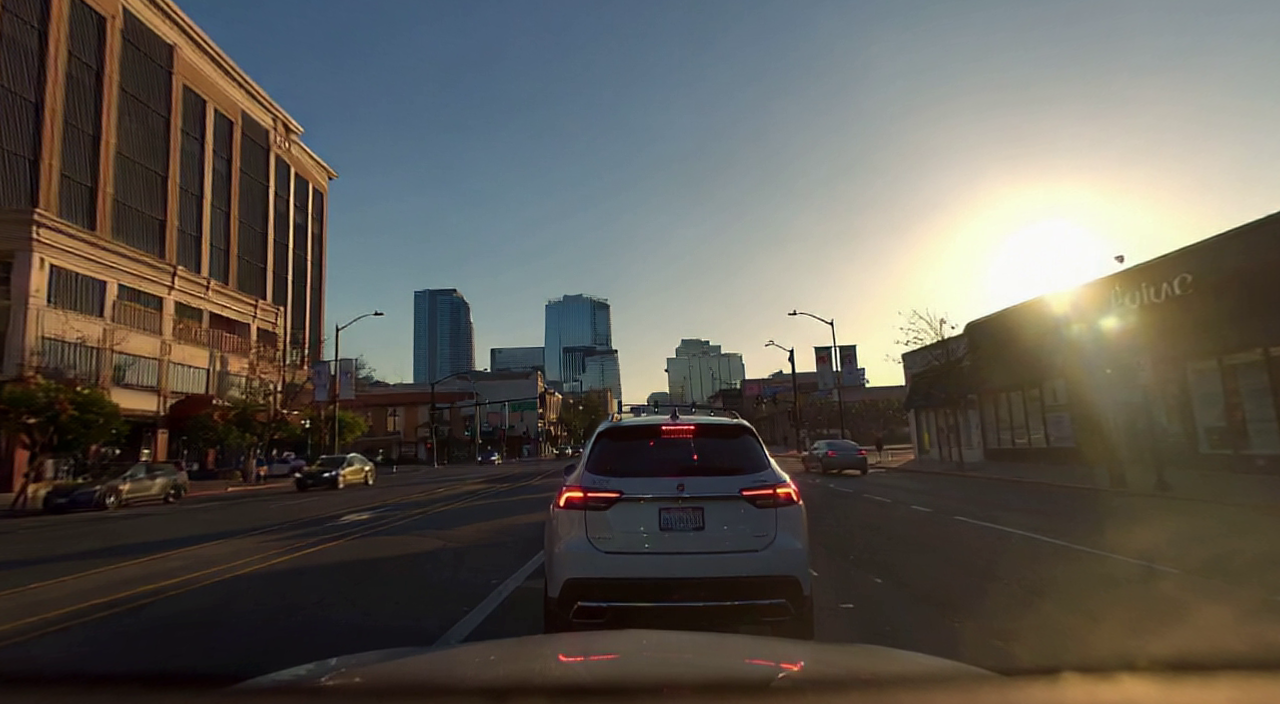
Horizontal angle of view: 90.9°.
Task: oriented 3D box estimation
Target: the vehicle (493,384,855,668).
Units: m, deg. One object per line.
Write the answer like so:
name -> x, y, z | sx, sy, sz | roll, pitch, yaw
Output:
vehicle -> 0.203, 1.310, 5.738 | 2.125, 1.669, 3.880 | 0, -8, 0

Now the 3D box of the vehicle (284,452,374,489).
vehicle -> -13.851, 5.282, 28.360 | 1.991, 1.486, 3.844 | -1, -8, 2

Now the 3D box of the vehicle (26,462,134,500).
vehicle -> -28.656, 6.610, 32.445 | 2.018, 1.716, 4.042 | -1, -10, -5

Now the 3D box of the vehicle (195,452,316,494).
vehicle -> -17.714, 5.561, 29.329 | 1.981, 1.659, 4.608 | -5, -9, 16

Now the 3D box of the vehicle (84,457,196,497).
vehicle -> -25.842, 6.416, 32.847 | 2.026, 1.808, 4.835 | 0, -8, -2
